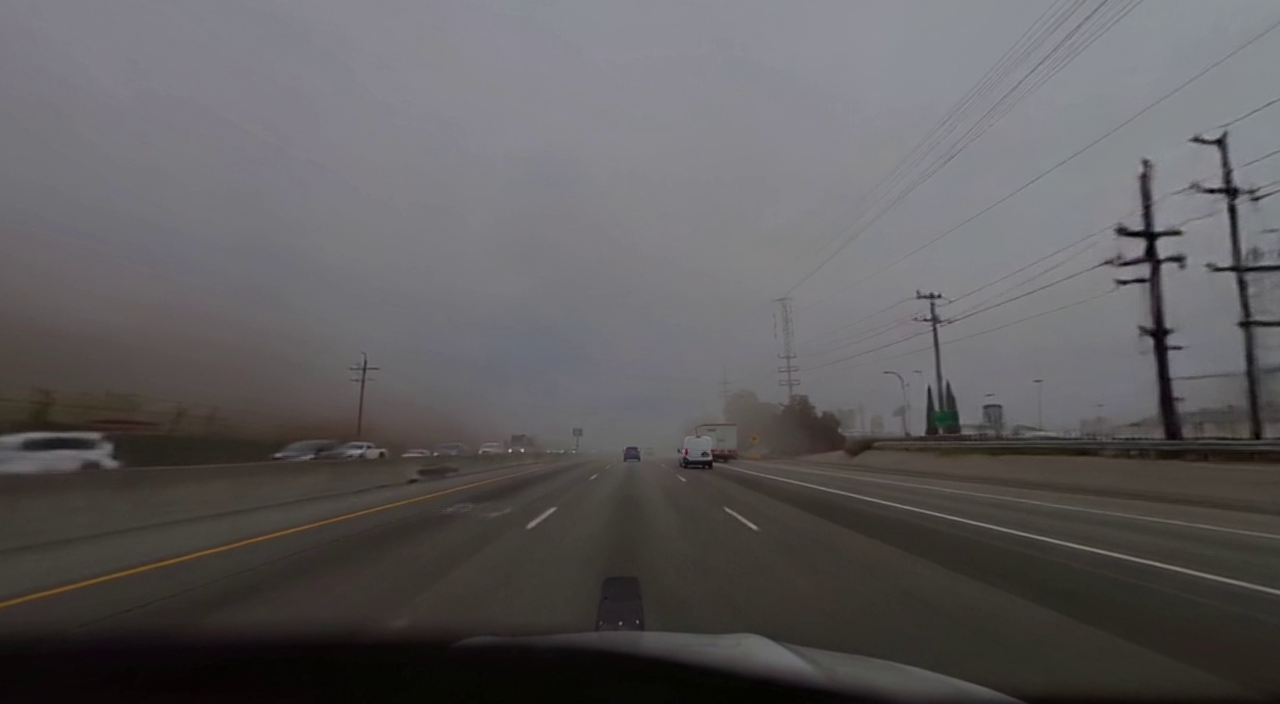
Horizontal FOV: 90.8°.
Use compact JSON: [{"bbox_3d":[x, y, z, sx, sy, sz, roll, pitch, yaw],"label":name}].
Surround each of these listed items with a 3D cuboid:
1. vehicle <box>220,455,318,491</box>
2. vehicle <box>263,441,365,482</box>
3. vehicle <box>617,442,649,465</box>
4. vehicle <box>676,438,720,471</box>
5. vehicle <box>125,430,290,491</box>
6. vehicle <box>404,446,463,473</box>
[{"bbox_3d":[-17.685,5.761,30.424,1.847,1.485,4.729,0,-9,0],"label":"vehicle"},{"bbox_3d":[-13.545,4.560,26.597,1.941,1.539,4.406,0,-9,0],"label":"vehicle"},{"bbox_3d":[-0.540,7.971,49.648,2.325,1.712,4.592,0,-9,0],"label":"vehicle"},{"bbox_3d":[3.395,6.121,37.891,2.036,1.796,4.470,0,-9,-2],"label":"vehicle"},{"bbox_3d":[-25.064,6.362,37.508,2.954,3.149,9.482,0,-9,1],"label":"vehicle"},{"bbox_3d":[-13.801,7.197,42.581,2.059,1.632,5.389,0,-9,1],"label":"vehicle"}]
